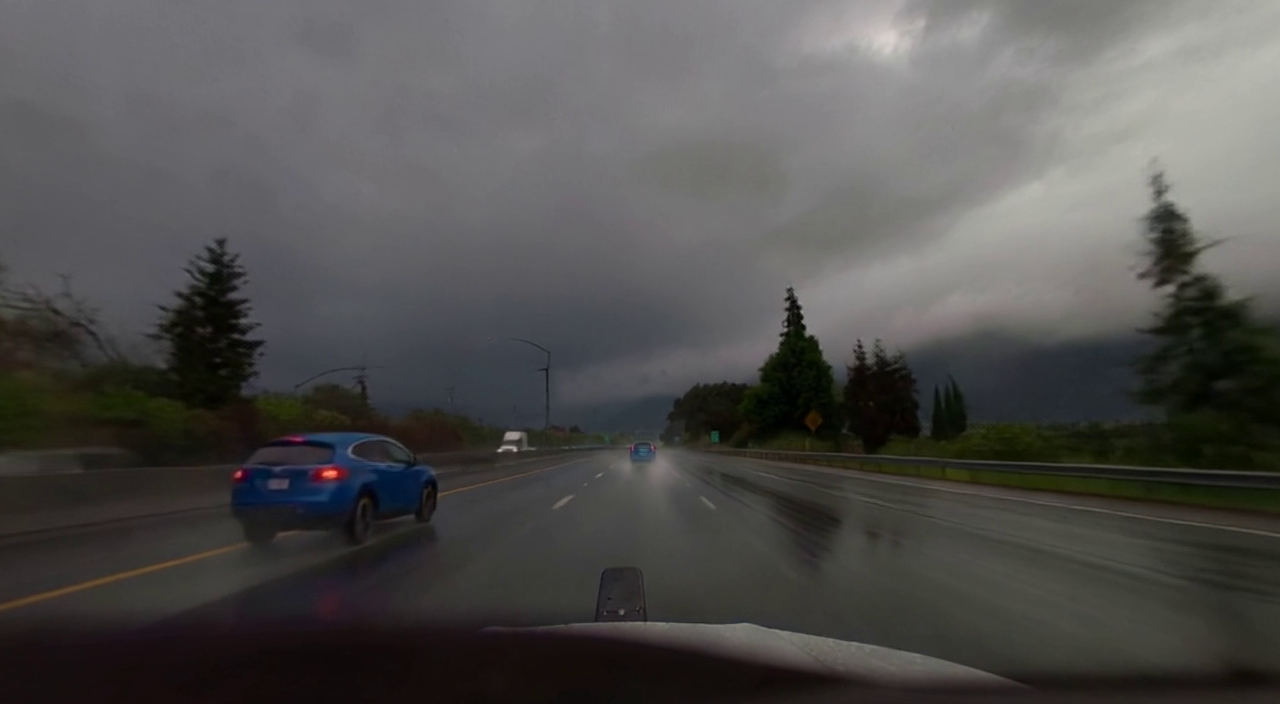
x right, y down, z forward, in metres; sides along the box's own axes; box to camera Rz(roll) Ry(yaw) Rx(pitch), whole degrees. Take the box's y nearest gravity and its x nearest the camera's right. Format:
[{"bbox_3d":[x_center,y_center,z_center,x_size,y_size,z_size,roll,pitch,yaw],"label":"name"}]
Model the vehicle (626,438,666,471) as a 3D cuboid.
[{"bbox_3d":[0.356,6.103,37.725,2.247,1.825,4.036,0,-9,0],"label":"vehicle"}]
